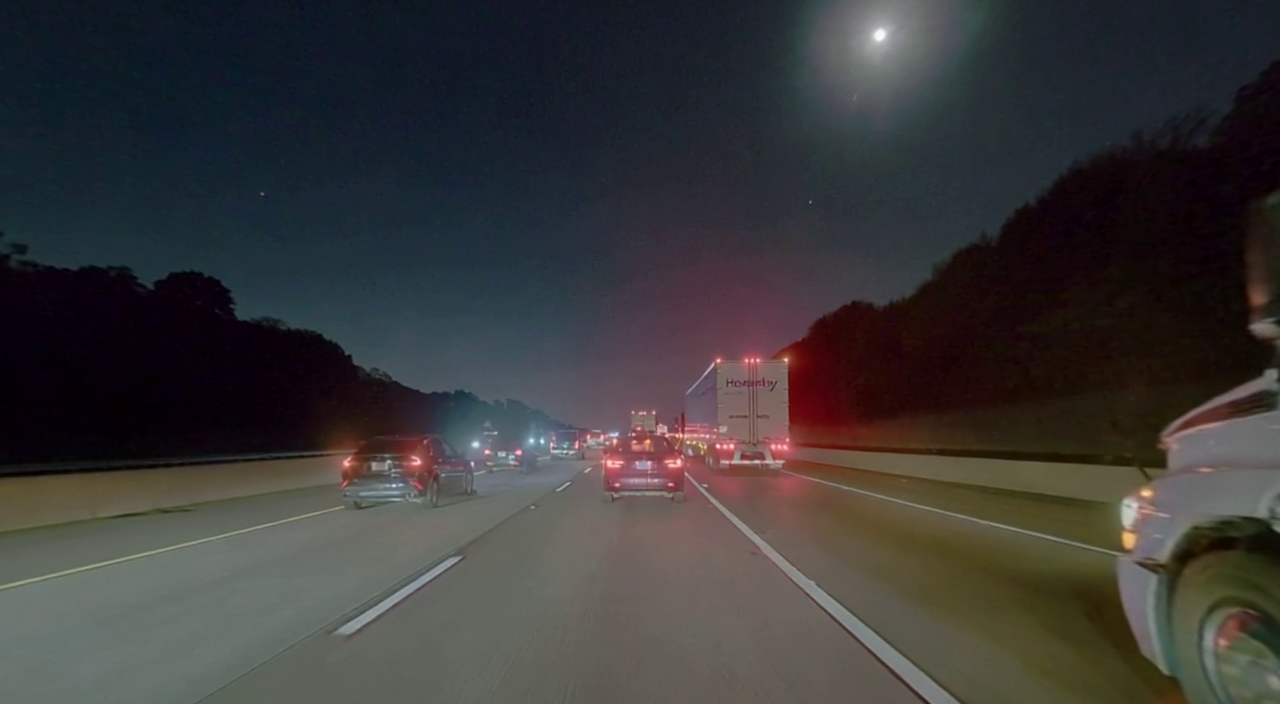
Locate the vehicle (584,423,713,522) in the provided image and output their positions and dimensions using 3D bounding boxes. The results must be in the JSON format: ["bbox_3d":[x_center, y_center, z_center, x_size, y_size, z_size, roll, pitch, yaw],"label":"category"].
[{"bbox_3d":[0.131,2.097,11.529,1.973,1.505,3.568,0,-8,0],"label":"vehicle"}]

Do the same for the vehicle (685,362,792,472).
[{"bbox_3d":[4.200,3.355,30.760,2.892,4.101,14.252,0,-8,0],"label":"vehicle"}]

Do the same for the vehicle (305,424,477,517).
[{"bbox_3d":[-4.618,2.218,12.343,1.821,1.514,3.677,0,-8,0],"label":"vehicle"}]

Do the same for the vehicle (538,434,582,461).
[{"bbox_3d":[-4.596,5.534,36.747,1.887,1.493,4.411,0,-8,1],"label":"vehicle"}]

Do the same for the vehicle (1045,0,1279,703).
[{"bbox_3d":[3.867,-0.291,0.435,2.982,3.860,6.011,0,-8,0],"label":"vehicle"}]

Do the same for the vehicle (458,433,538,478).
[{"bbox_3d":[-5.004,3.671,22.813,1.880,1.458,3.978,0,-8,1],"label":"vehicle"}]
